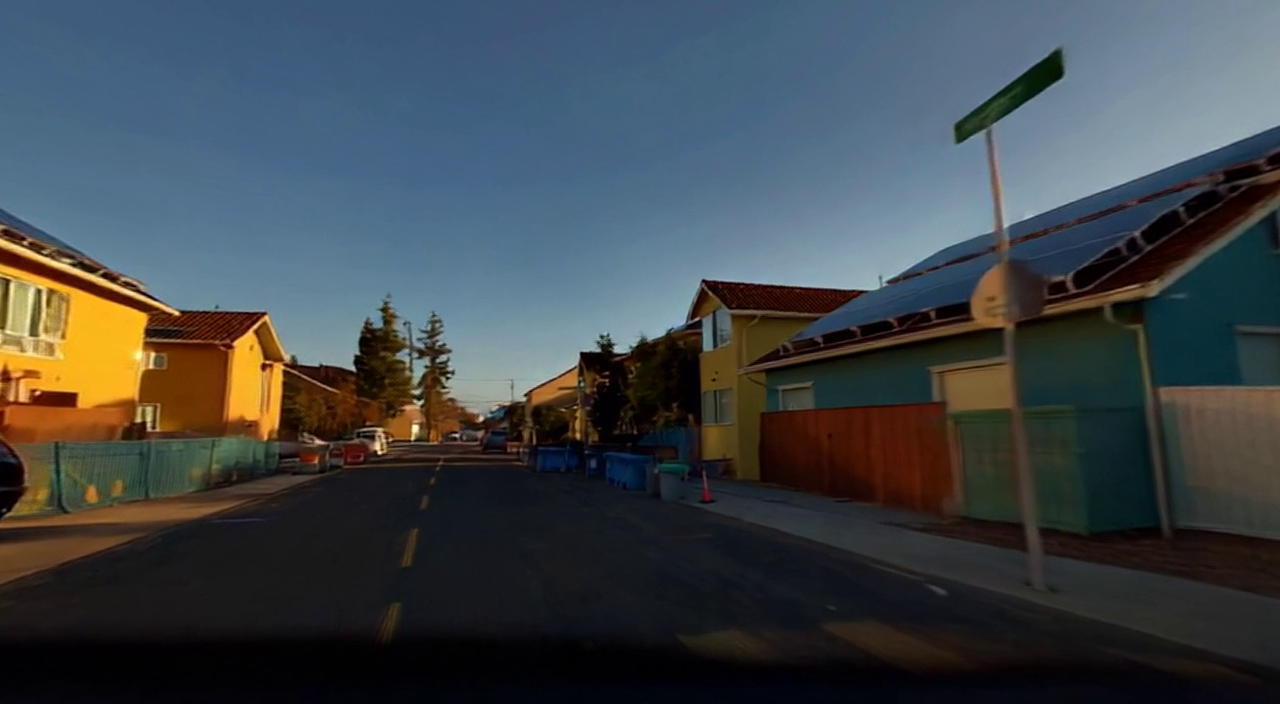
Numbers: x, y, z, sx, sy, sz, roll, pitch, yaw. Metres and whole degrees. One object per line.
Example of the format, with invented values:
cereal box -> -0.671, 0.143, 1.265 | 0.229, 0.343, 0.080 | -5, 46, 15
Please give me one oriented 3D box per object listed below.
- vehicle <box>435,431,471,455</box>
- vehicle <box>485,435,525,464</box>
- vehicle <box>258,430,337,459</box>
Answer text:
vehicle -> -14.316, 6.958, 48.397 | 2.050, 1.742, 4.197 | 1, -8, -10
vehicle -> -7.550, 5.388, 34.990 | 1.998, 1.494, 3.927 | 2, -8, -14
vehicle -> -23.134, 6.273, 42.729 | 4.205, 1.745, 2.121 | 0, -11, -11
